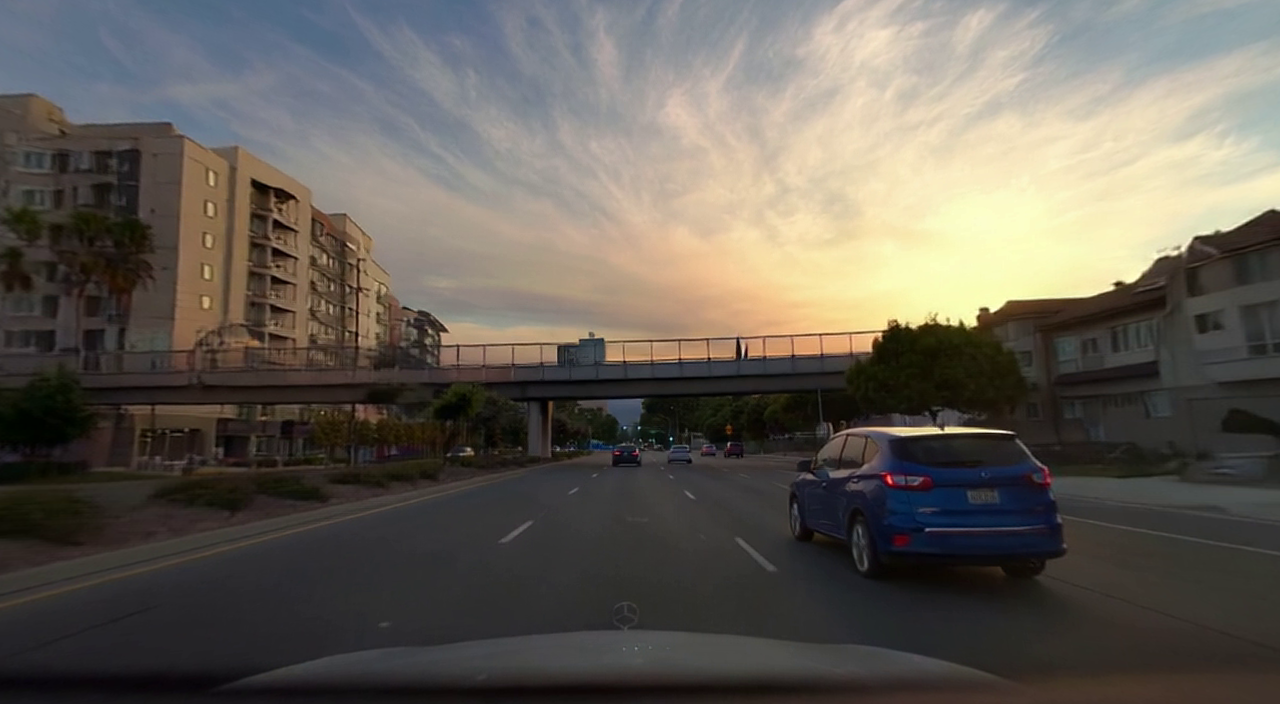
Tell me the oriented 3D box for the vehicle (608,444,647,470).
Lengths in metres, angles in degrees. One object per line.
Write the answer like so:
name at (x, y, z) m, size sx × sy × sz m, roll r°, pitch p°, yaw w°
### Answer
vehicle at (-0.683, 6.378, 38.674) m, size 2.173 × 1.498 × 4.528 m, roll 0°, pitch -8°, yaw 1°

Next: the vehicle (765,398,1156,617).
vehicle at (3.043, 1.592, 7.475) m, size 2.130 × 1.741 × 4.665 m, roll 0°, pitch -8°, yaw 0°

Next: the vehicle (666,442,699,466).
vehicle at (3.158, 7.677, 47.845) m, size 2.165 × 1.708 × 3.928 m, roll 0°, pitch -8°, yaw -1°
